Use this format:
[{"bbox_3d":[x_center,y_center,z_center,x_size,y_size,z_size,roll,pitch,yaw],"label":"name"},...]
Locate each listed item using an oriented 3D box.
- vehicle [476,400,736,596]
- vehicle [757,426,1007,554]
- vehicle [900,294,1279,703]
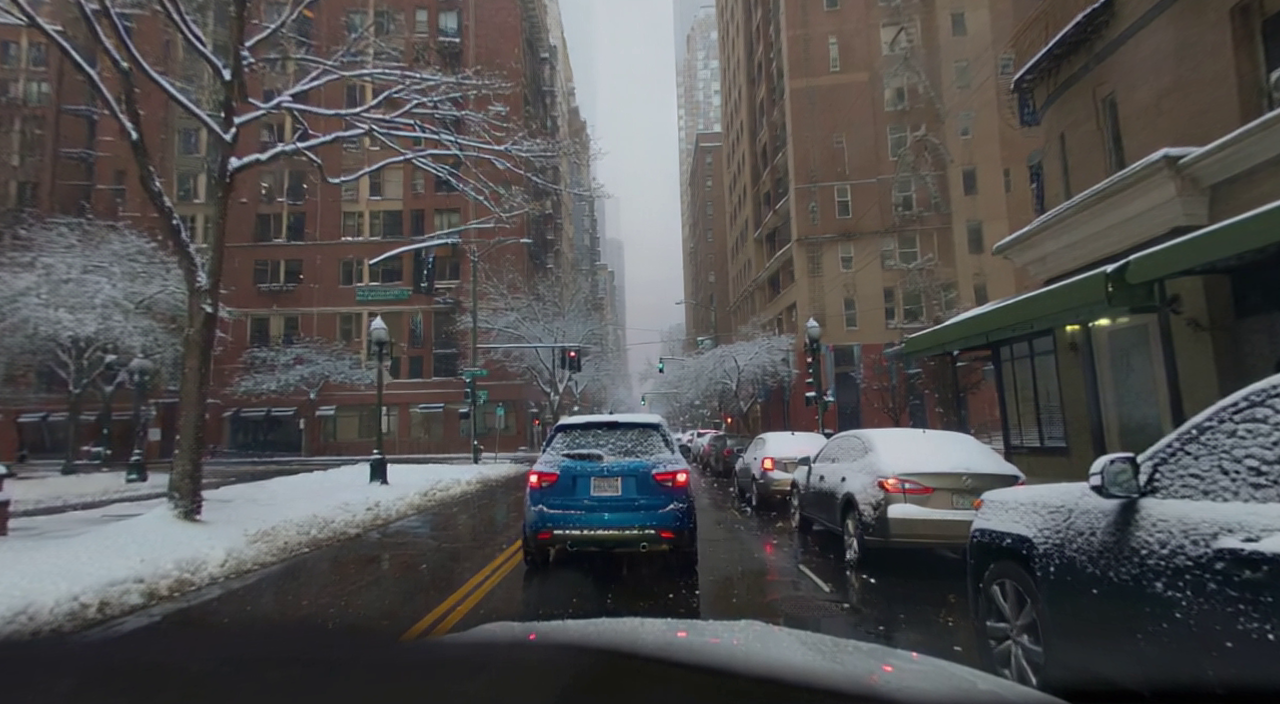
[{"bbox_3d":[-0.349,1.578,7.612,2.249,1.684,4.084,0,-9,-2],"label":"vehicle"},{"bbox_3d":[3.288,1.977,9.813,1.941,1.482,4.632,0,-9,-2],"label":"vehicle"},{"bbox_3d":[2.997,0.752,2.241,2.063,1.760,4.664,0,-9,-1],"label":"vehicle"}]
